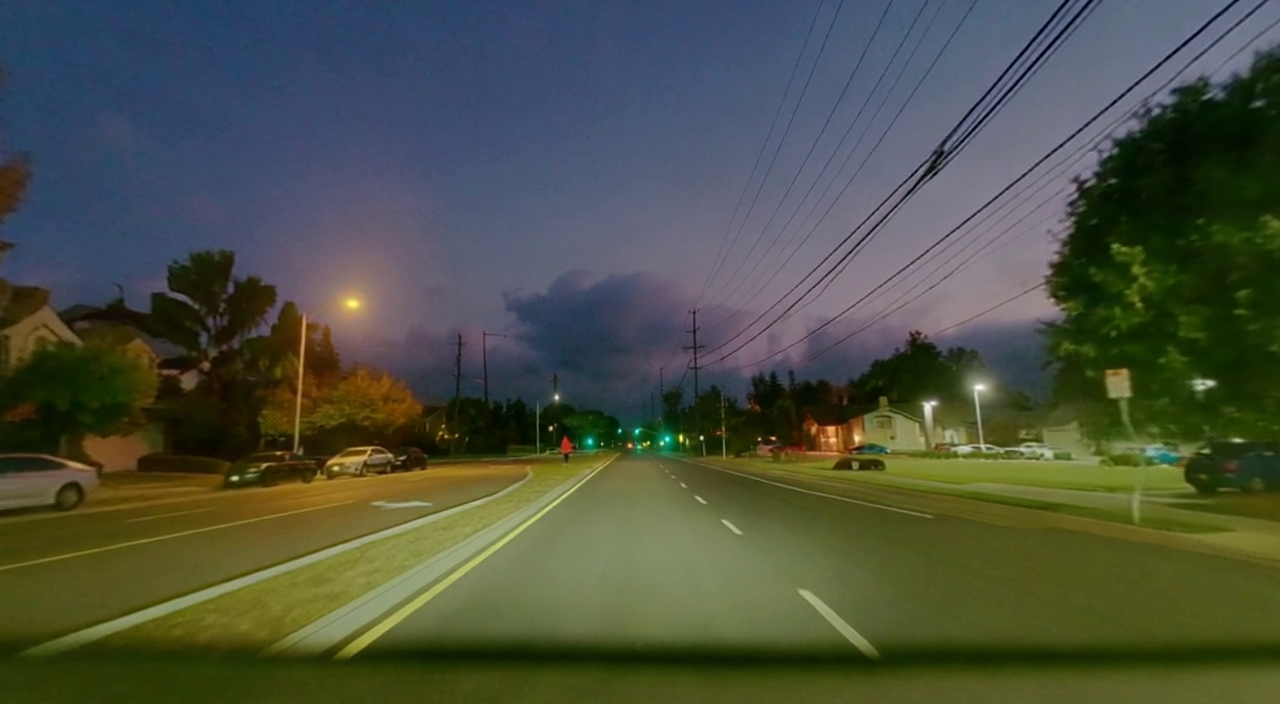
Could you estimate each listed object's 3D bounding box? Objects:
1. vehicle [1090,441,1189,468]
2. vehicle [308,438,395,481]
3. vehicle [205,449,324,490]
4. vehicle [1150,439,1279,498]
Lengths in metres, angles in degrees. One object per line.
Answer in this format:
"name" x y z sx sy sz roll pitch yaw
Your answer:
"vehicle" 33.215 6.812 42.184 1.792 1.586 4.905 0 -9 -17
"vehicle" -15.079 5.644 33.408 2.298 1.979 4.920 -3 -8 0
"vehicle" -15.280 4.768 26.052 2.058 1.479 4.519 0 -8 1
"vehicle" 17.829 3.300 18.161 4.567 1.535 2.156 1 -8 -6
